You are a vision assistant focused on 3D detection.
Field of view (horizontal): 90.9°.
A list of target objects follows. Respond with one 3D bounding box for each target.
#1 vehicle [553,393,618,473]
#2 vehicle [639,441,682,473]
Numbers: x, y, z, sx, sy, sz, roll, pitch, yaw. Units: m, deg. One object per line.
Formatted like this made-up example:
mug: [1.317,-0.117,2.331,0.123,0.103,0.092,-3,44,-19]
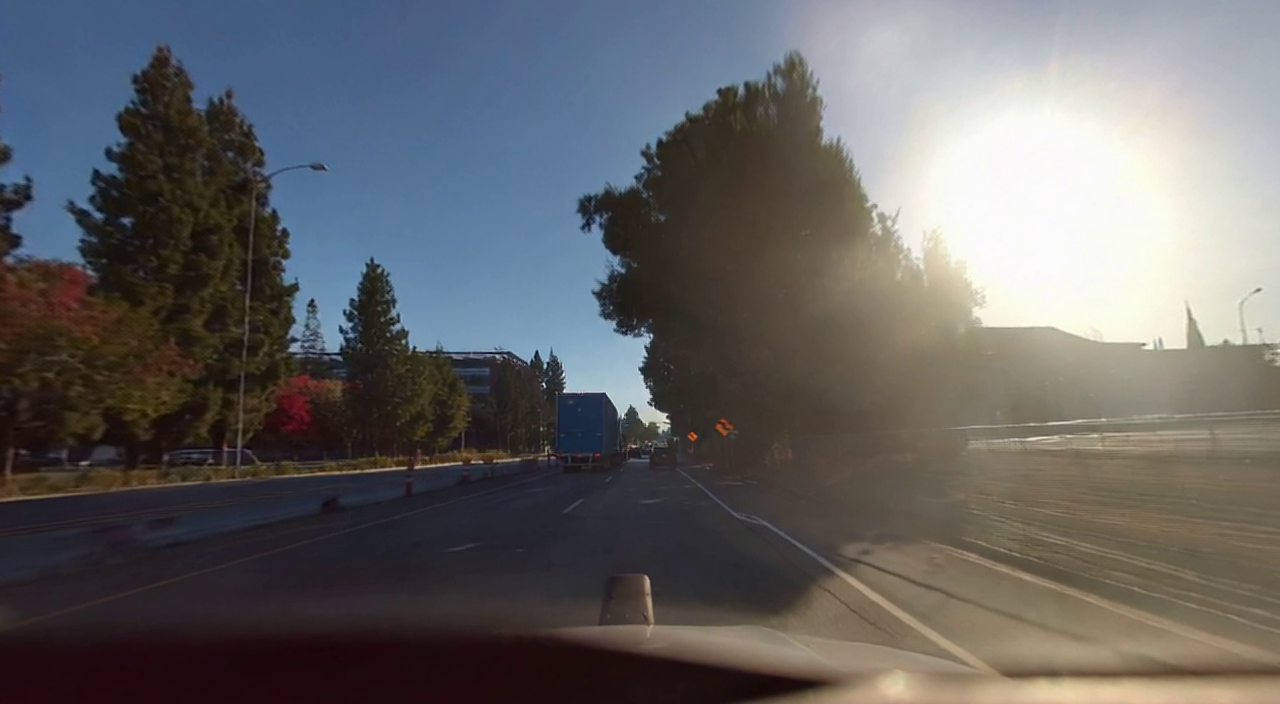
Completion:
vehicle: [-3.039,5.299,40.179,2.906,4.115,15.715,0,-8,0]
vehicle: [1.089,5.905,35.748,2.304,1.675,4.462,0,-8,0]
